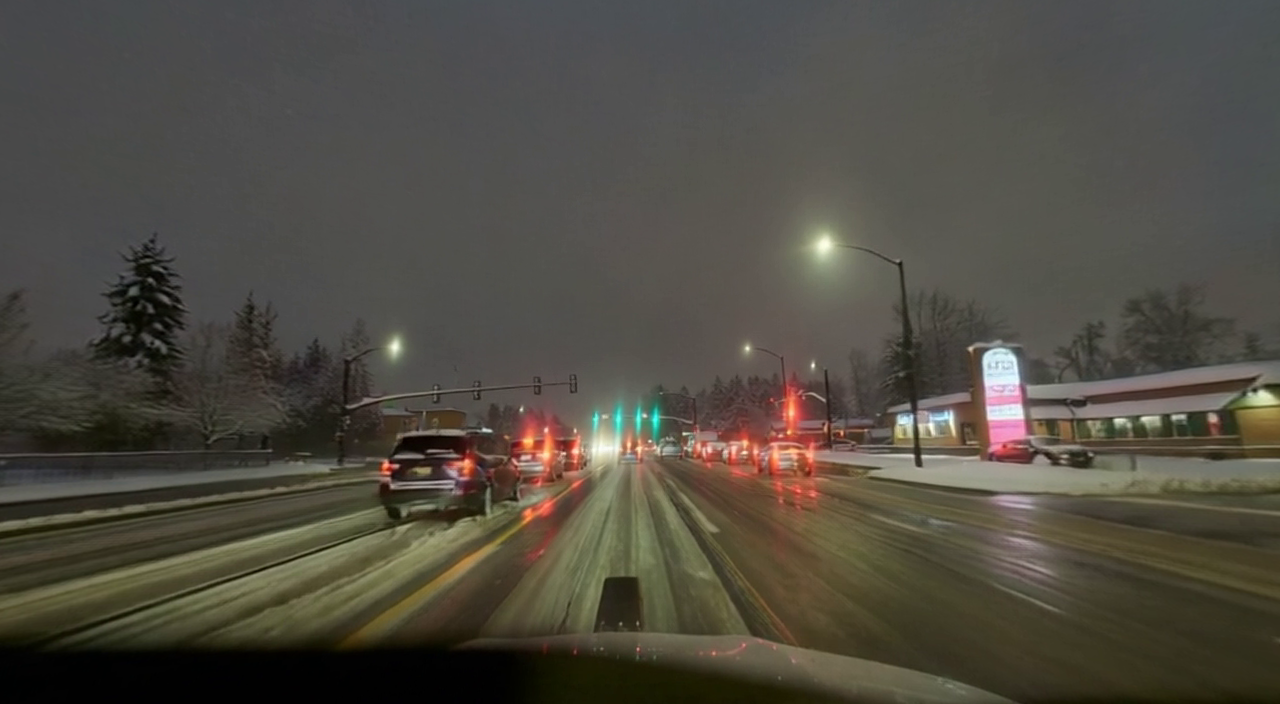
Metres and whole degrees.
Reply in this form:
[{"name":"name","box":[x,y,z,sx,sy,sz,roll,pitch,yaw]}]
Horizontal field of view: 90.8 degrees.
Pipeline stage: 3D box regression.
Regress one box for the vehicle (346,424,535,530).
[{"name":"vehicle","box":[-3.495,2.276,12.132,2.143,1.643,4.336,0,-8,1]}]

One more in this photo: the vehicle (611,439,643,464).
[{"name":"vehicle","box":[-0.969,7.384,47.182,2.261,1.741,4.255,0,-8,-1]}]

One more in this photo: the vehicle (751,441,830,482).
[{"name":"vehicle","box":[5.893,4.325,25.304,2.017,1.453,4.497,0,-8,0]}]

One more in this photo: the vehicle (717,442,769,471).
[{"name":"vehicle","box":[5.709,5.848,35.638,1.969,1.502,4.663,0,-8,-2]}]

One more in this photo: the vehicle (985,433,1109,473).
[{"name":"vehicle","box":[16.352,4.088,25.724,1.819,1.457,4.680,0,-8,-2]}]
